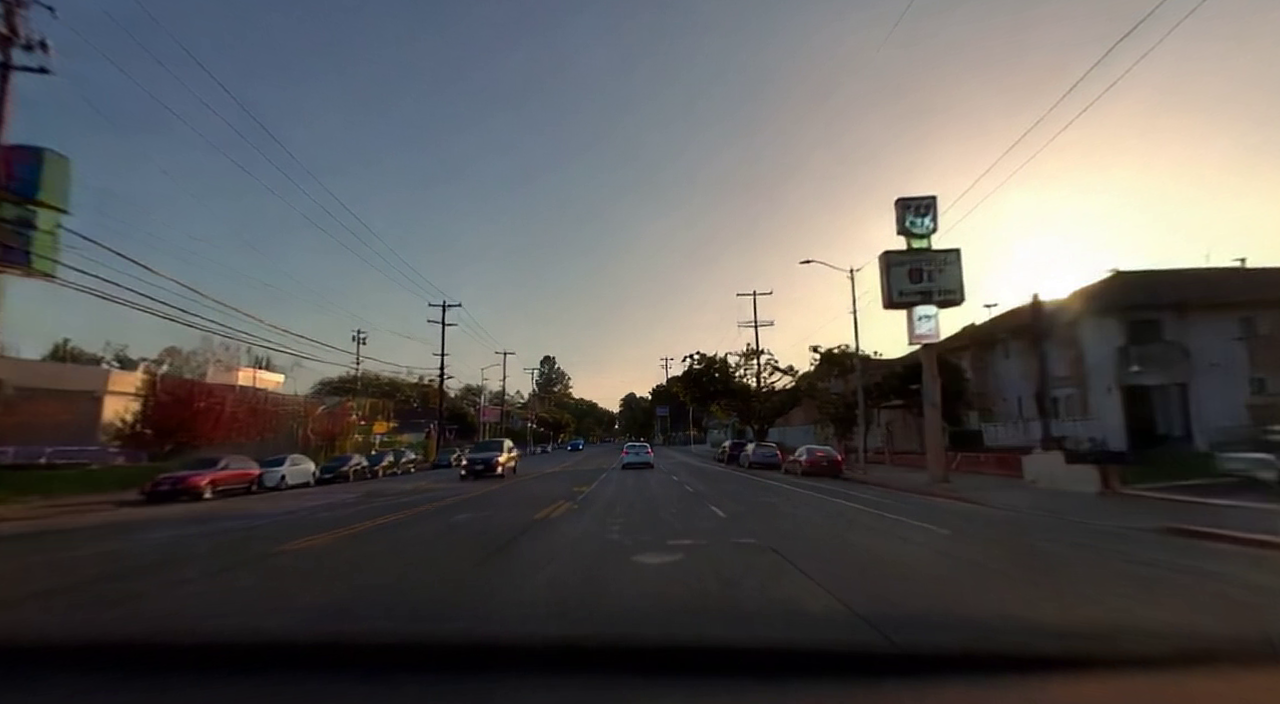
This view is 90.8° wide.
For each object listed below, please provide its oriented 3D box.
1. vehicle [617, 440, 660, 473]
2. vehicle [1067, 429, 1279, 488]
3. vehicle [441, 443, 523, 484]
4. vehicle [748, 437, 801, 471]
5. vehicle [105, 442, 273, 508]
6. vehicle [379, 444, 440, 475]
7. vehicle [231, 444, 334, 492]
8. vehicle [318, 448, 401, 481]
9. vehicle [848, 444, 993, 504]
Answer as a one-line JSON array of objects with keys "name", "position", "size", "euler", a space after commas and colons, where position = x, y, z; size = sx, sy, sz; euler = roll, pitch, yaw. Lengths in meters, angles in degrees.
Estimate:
[{"name": "vehicle", "position": [-0.077, 5.333, 32.575], "size": [2.067, 1.547, 4.513], "euler": [0, -8, 0]}, {"name": "vehicle", "position": [15.147, 2.953, 17.725], "size": [4.889, 1.526, 1.979], "euler": [0, -8, -2]}, {"name": "vehicle", "position": [-6.184, 4.403, 25.291], "size": [1.992, 1.476, 4.682], "euler": [0, -8, 1]}, {"name": "vehicle", "position": [7.829, 5.991, 37.279], "size": [2.026, 1.851, 4.360], "euler": [0, -8, -2]}, {"name": "vehicle", "position": [-14.267, 3.846, 20.437], "size": [1.981, 1.761, 4.652], "euler": [-2, -7, 1]}, {"name": "vehicle", "position": [-14.323, 6.665, 39.627], "size": [2.041, 1.789, 5.070], "euler": [0, -8, -2]}, {"name": "vehicle", "position": [-14.385, 4.642, 25.694], "size": [1.855, 1.765, 4.115], "euler": [0, -8, -2]}, {"name": "vehicle", "position": [-14.428, 5.807, 32.879], "size": [1.953, 1.543, 4.984], "euler": [0, -8, 1]}, {"name": "vehicle", "position": [7.813, 3.403, 18.218], "size": [1.936, 1.479, 4.736], "euler": [0, -8, -1]}]
